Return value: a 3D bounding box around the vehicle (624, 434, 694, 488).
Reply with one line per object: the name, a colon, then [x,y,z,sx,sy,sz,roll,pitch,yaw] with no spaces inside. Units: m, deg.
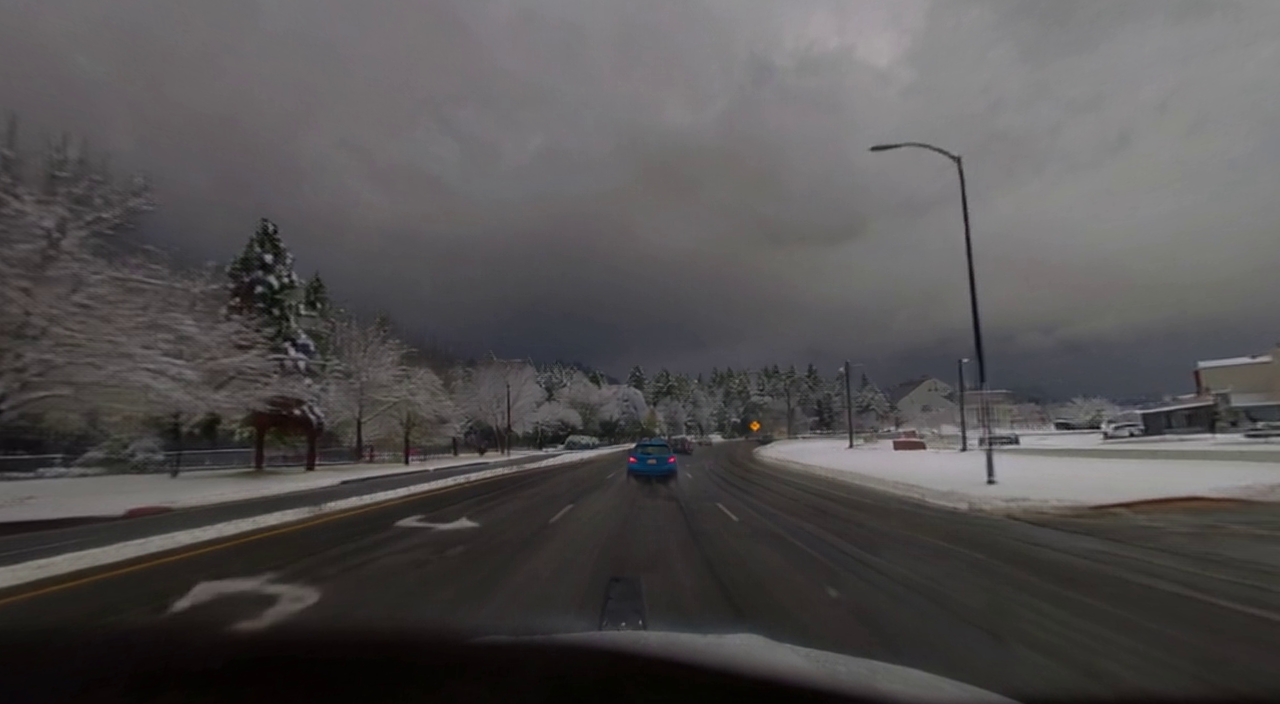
vehicle: [0.622,3.436,20.142,2.010,1.535,3.735,-1,-8,2]
